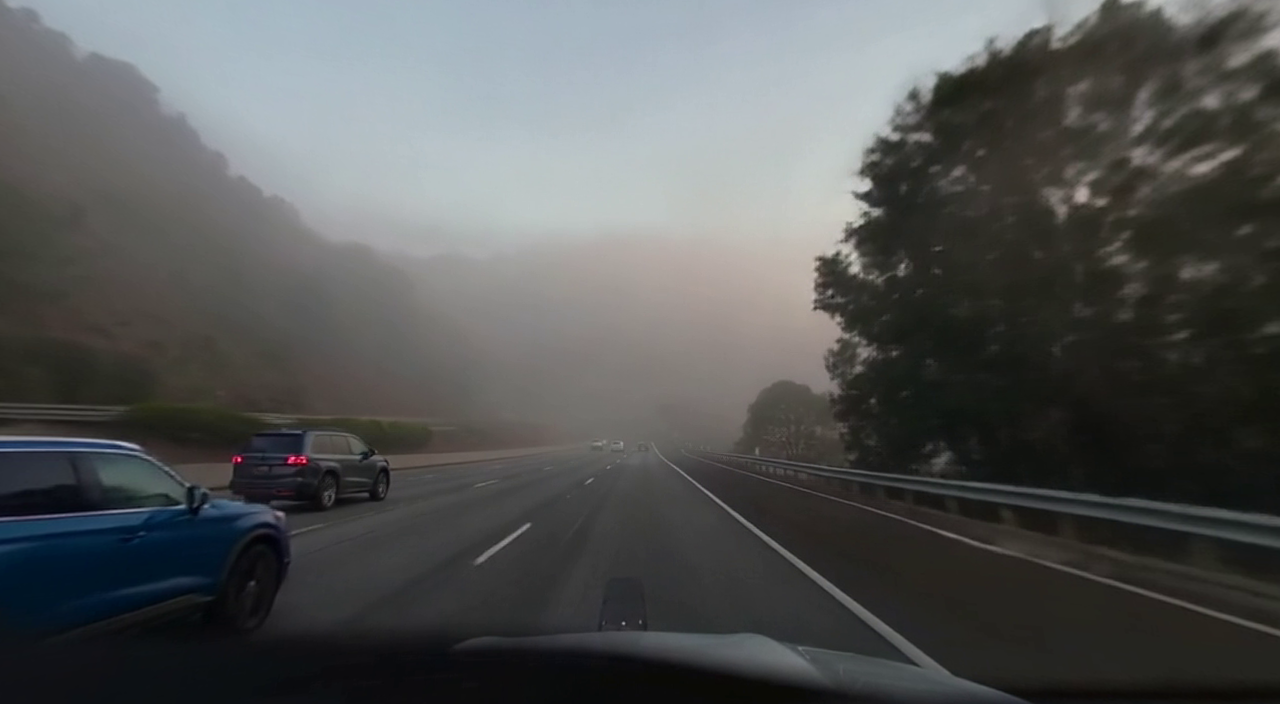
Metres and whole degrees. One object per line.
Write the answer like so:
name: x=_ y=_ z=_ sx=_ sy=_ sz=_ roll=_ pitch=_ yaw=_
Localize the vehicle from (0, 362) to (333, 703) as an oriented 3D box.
vehicle: x=-3.620 y=0.965 z=3.153 sx=1.983 sy=1.663 sz=4.290 roll=0 pitch=-9 yaw=0
